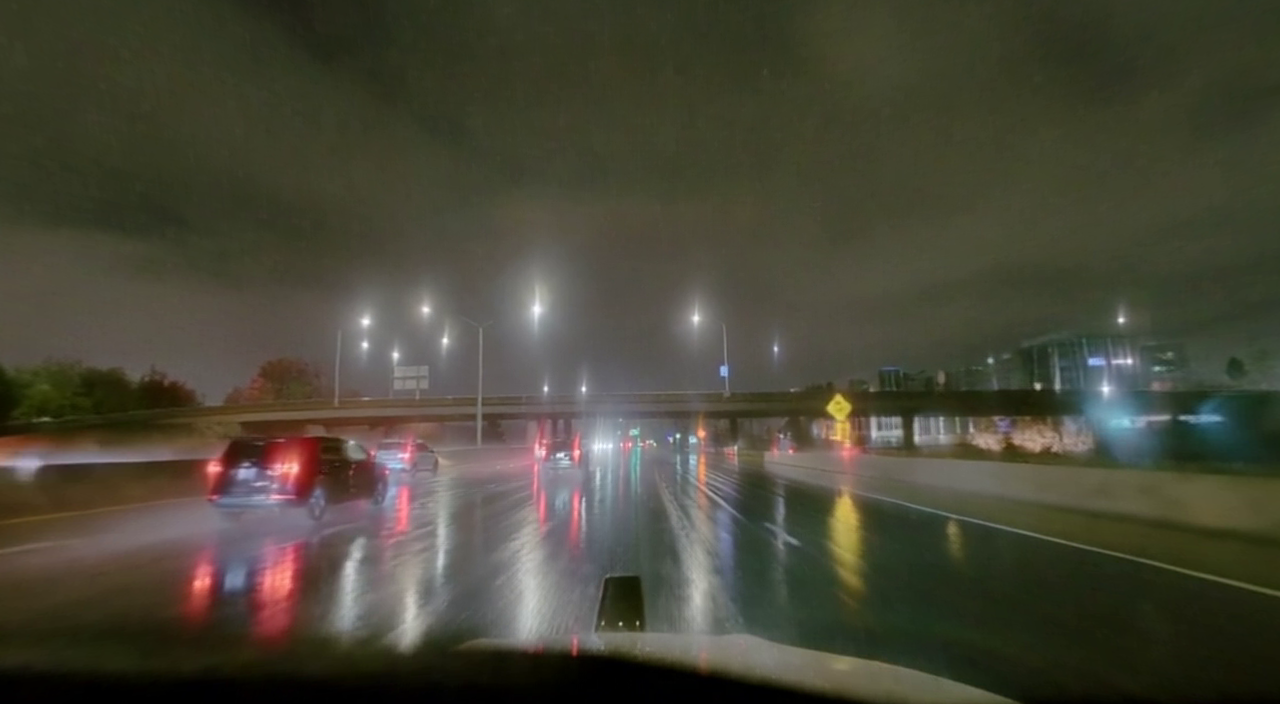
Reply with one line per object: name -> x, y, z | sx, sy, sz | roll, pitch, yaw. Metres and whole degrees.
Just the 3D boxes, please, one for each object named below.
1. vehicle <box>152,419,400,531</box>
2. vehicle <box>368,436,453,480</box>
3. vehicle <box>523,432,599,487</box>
vehicle -> -6.761, 2.322, 12.570 | 2.015, 1.762, 4.790 | 0, -8, 1
vehicle -> -10.030, 4.673, 28.064 | 1.969, 1.759, 4.758 | 0, -8, 0
vehicle -> -2.608, 3.687, 21.990 | 2.027, 1.697, 4.307 | 0, -8, 1
